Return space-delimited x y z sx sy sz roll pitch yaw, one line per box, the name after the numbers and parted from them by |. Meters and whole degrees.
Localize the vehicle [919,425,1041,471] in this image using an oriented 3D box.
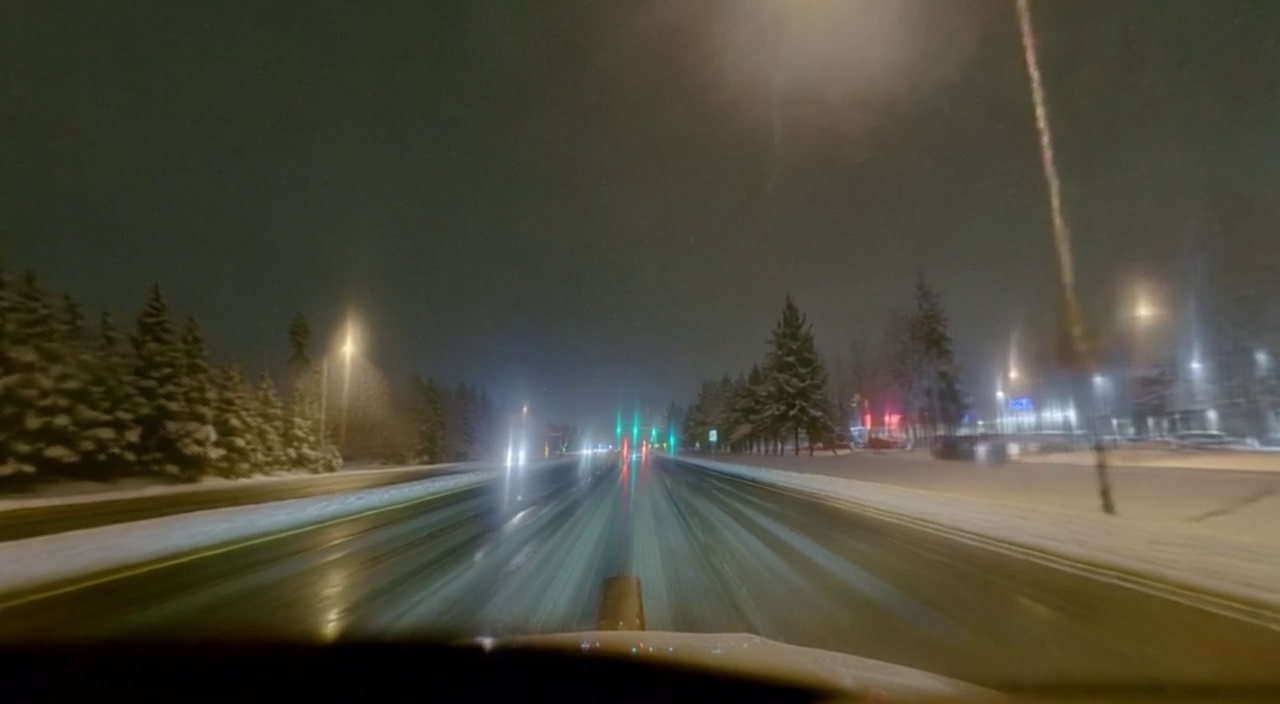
16.100 4.637 30.373 2.328 1.970 5.972 0 -9 -2 | vehicle

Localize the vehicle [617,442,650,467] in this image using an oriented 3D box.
-0.438 6.978 43.010 2.110 1.555 4.431 0 -9 -1 | vehicle
